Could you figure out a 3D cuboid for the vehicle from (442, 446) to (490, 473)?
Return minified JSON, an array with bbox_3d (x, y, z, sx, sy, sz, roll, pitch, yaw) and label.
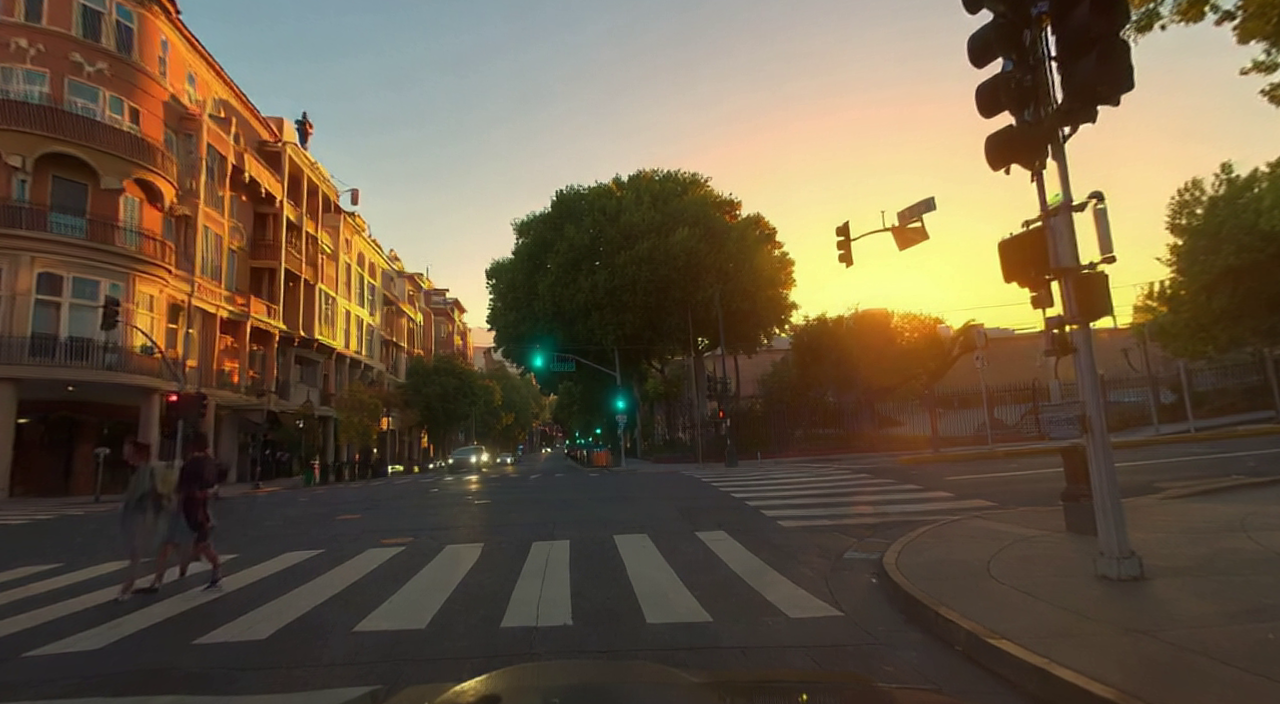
[{"bbox_3d":[-10.454,6.469,38.170,2.196,1.503,4.371,1,-8,-8],"label":"vehicle"}]
